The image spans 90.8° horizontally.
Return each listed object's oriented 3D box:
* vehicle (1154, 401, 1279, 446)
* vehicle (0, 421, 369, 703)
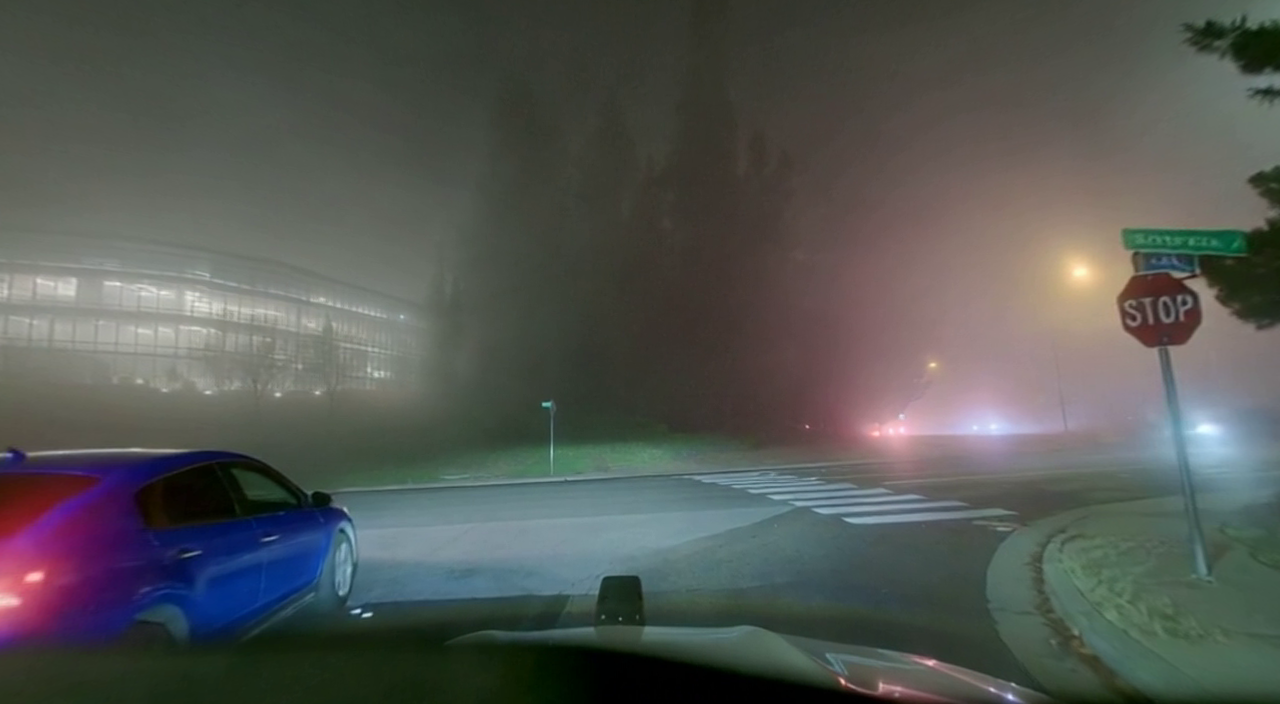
[{"bbox_3d":[22.156,2.678,23.465,4.788,1.548,1.965,1,-8,-10],"label":"vehicle"},{"bbox_3d":[-3.262,1.181,3.562,2.069,1.413,5.006,1,-8,-10],"label":"vehicle"}]
